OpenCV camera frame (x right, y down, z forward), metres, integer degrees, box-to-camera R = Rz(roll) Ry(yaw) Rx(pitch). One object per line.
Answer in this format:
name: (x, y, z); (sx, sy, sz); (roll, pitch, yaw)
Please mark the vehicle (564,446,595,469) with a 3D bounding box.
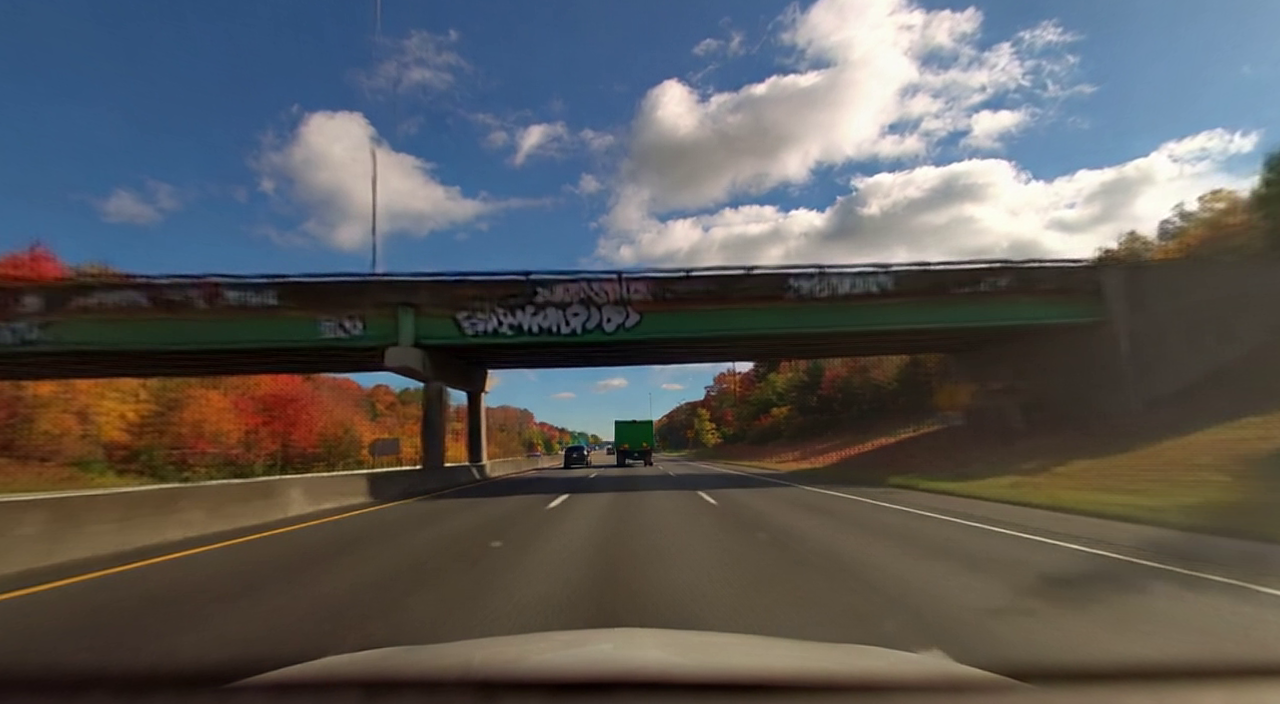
vehicle: (-4.336, 7.611, 45.357); (1.892, 1.529, 3.996); (0, -9, -1)
